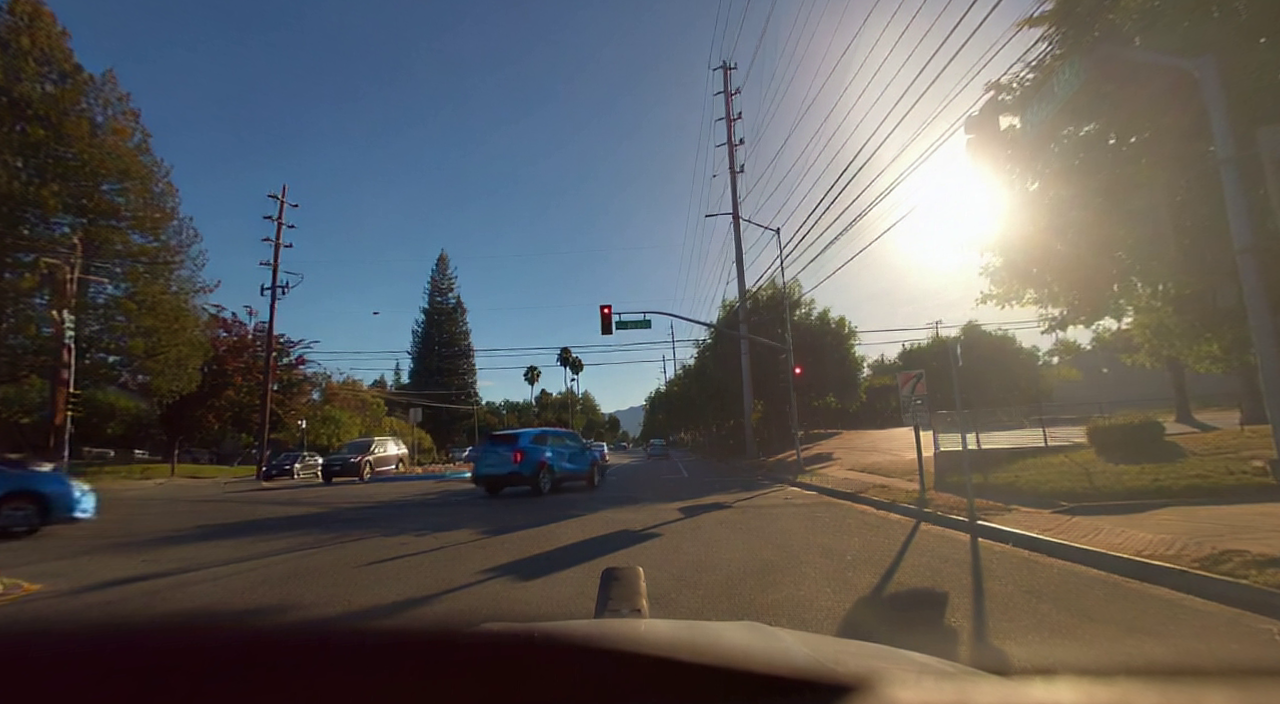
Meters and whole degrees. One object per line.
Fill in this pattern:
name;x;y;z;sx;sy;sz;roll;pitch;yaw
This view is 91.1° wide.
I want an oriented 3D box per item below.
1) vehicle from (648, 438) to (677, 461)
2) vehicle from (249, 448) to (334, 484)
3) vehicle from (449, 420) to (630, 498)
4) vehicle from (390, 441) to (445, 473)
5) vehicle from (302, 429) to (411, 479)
vehicle;1.685;7.474;48.183;2.051;1.666;4.607;0;-8;1
vehicle;-17.110;5.596;31.054;1.942;1.477;3.957;-4;-9;0
vehicle;-2.791;3.214;19.316;2.137;1.986;5.930;-5;-10;30
vehicle;-13.247;6.298;37.621;1.772;1.647;4.221;-4;-9;0
vehicle;-13.137;4.762;29.614;2.350;2.104;5.828;0;-8;1
